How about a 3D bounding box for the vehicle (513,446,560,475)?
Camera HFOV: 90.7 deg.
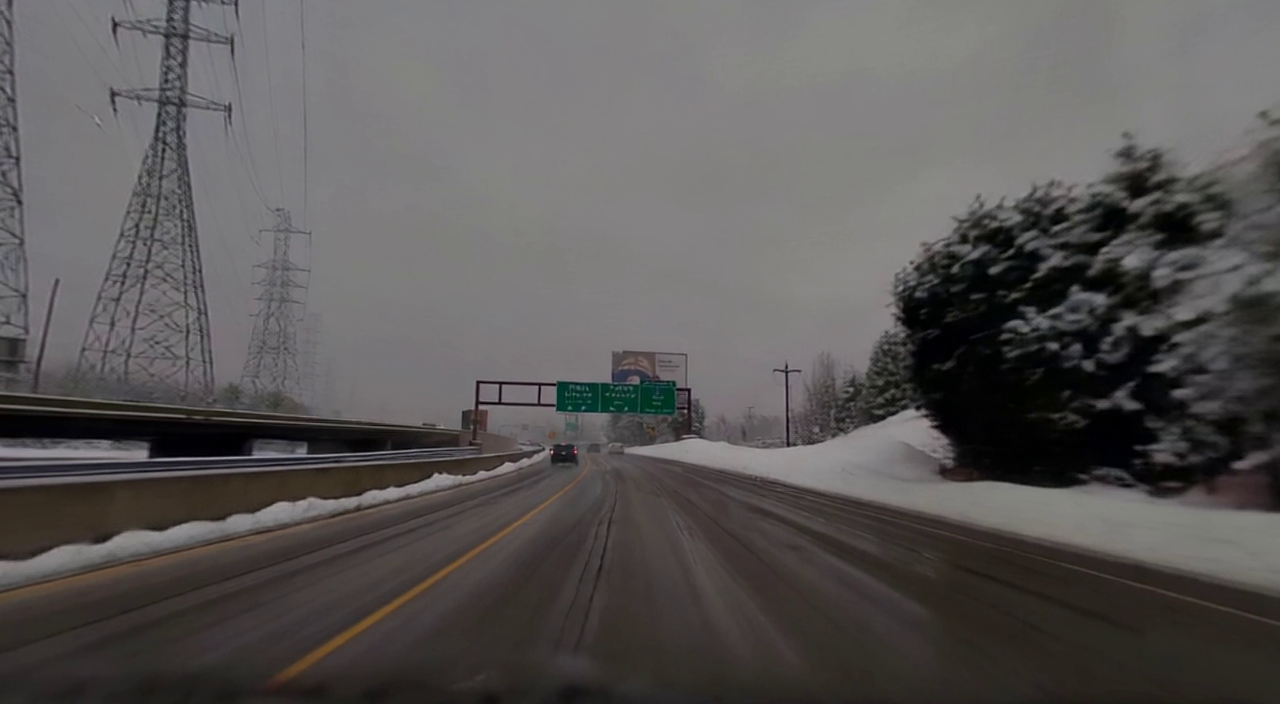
[{"bbox_3d":[-5.438,5.740,33.622,1.921,1.420,4.078,0,-9,-2],"label":"vehicle"}]
